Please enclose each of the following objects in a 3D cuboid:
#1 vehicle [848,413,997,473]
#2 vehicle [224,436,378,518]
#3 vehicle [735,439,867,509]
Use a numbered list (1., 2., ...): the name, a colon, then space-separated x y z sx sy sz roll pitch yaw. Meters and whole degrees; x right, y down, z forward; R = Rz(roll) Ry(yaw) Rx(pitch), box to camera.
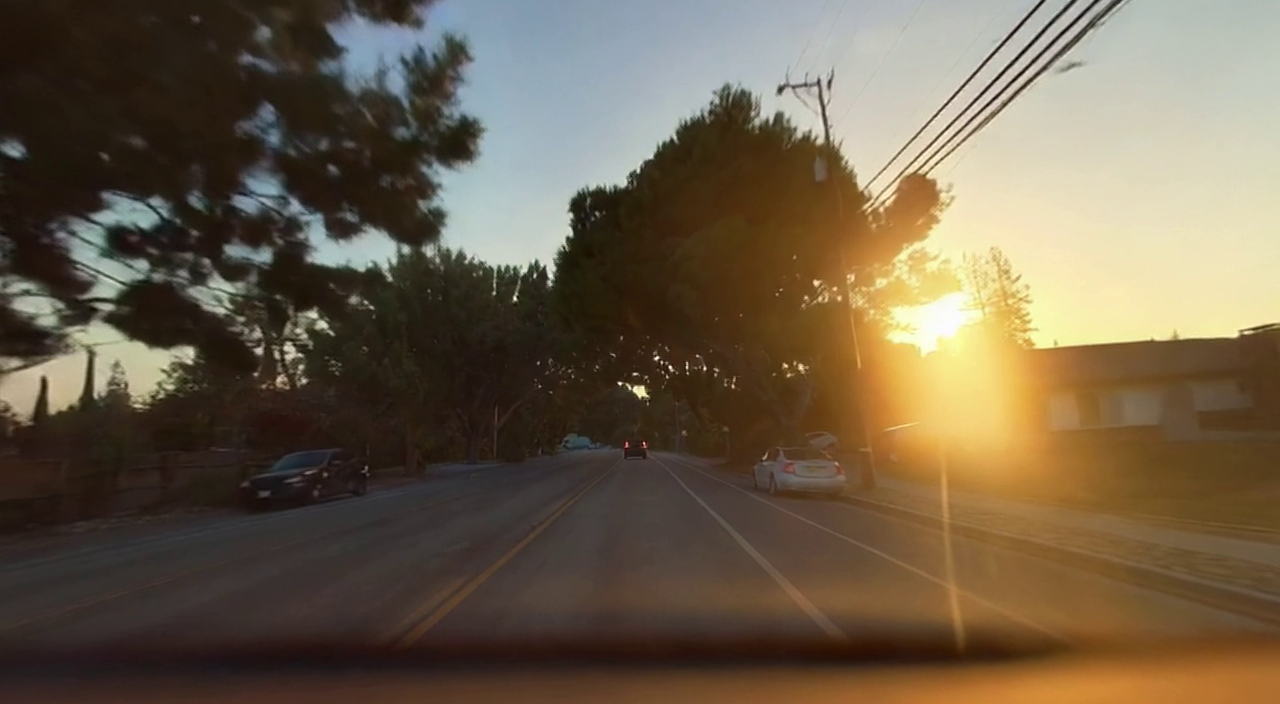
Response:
1. vehicle: 10.847 3.515 24.424 4.709 1.743 1.965 -5 -8 -8
2. vehicle: -10.958 4.013 20.987 2.111 2.050 5.328 -8 -8 0
3. vehicle: 3.901 3.021 16.205 2.167 1.535 4.464 0 -8 -1
